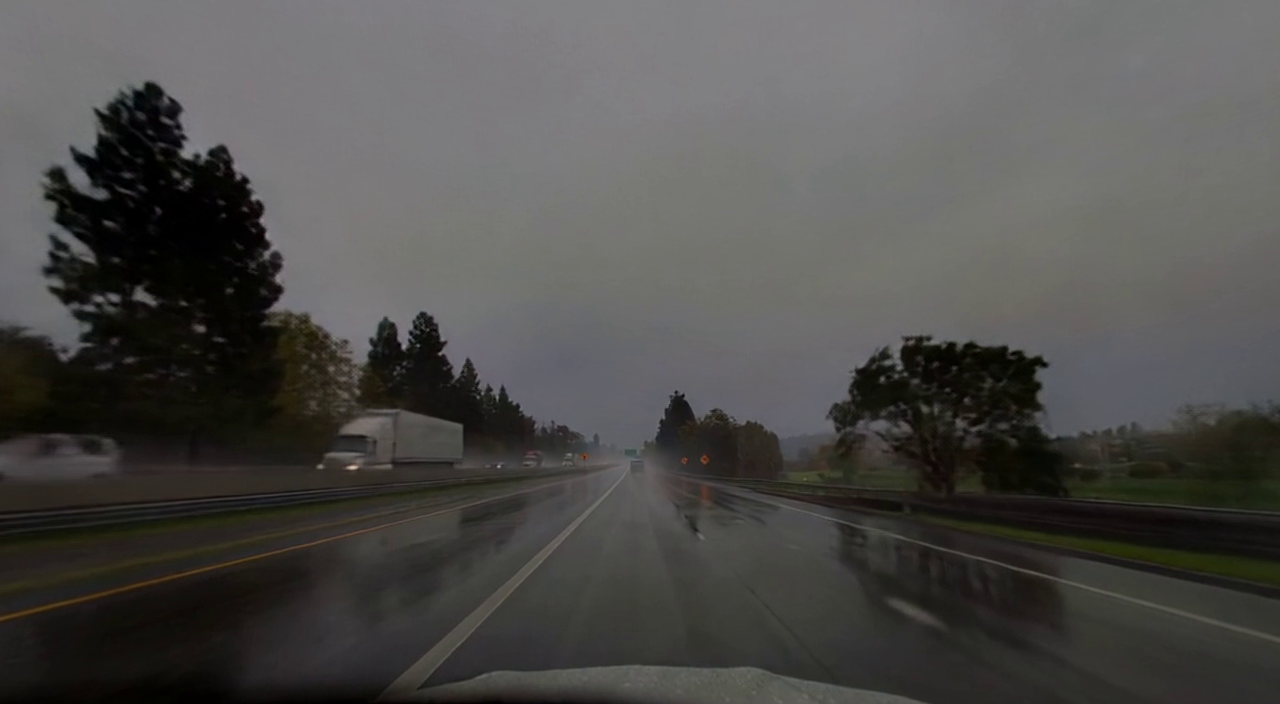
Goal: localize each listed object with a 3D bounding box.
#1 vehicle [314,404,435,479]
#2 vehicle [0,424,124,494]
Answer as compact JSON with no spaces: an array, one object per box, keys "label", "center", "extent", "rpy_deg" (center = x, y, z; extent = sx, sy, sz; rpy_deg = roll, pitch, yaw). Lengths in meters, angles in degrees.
[{"label":"vehicle","center":[-16.008,5.760,39.249],"extent":[2.974,3.982,10.261],"rpy_deg":[1,-10,0]},{"label":"vehicle","center":[-15.673,2.669,15.662],"extent":[1.889,1.586,4.435],"rpy_deg":[1,-10,0]}]
